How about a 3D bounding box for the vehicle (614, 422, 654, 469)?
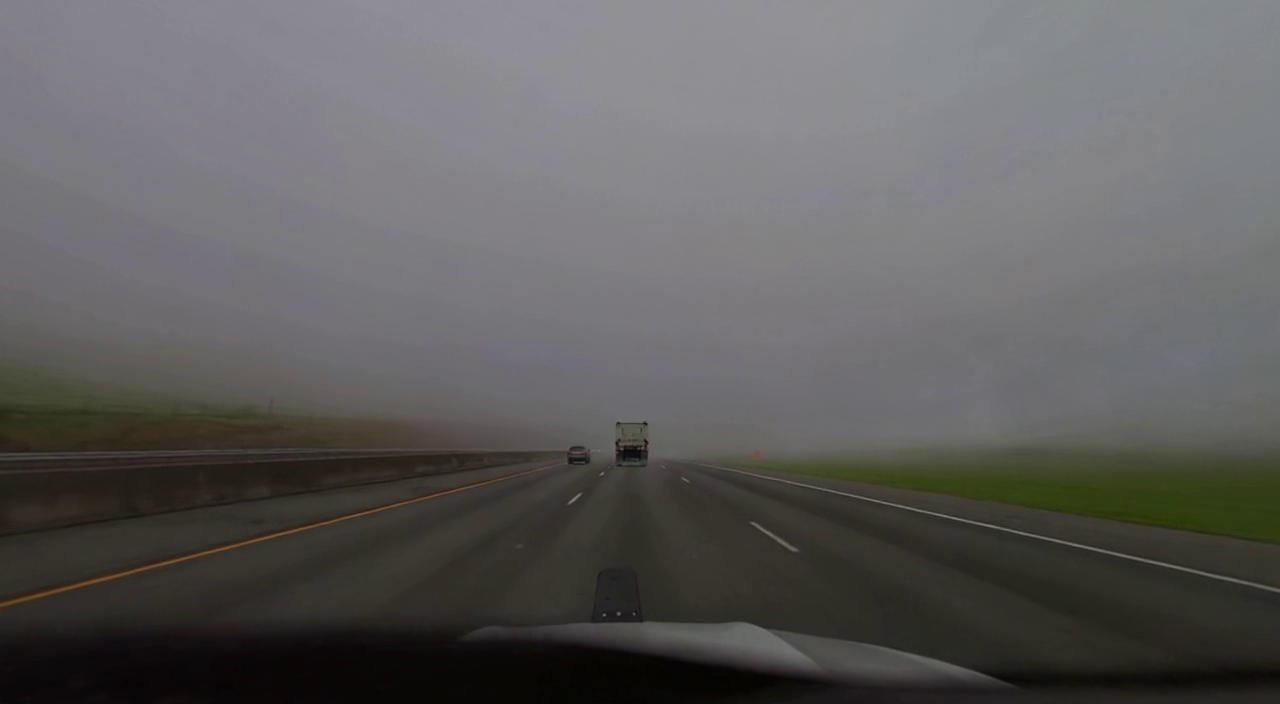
[{"bbox_3d":[-0.468,6.683,45.126,2.672,3.056,6.900,0,-9,-1],"label":"vehicle"}]
